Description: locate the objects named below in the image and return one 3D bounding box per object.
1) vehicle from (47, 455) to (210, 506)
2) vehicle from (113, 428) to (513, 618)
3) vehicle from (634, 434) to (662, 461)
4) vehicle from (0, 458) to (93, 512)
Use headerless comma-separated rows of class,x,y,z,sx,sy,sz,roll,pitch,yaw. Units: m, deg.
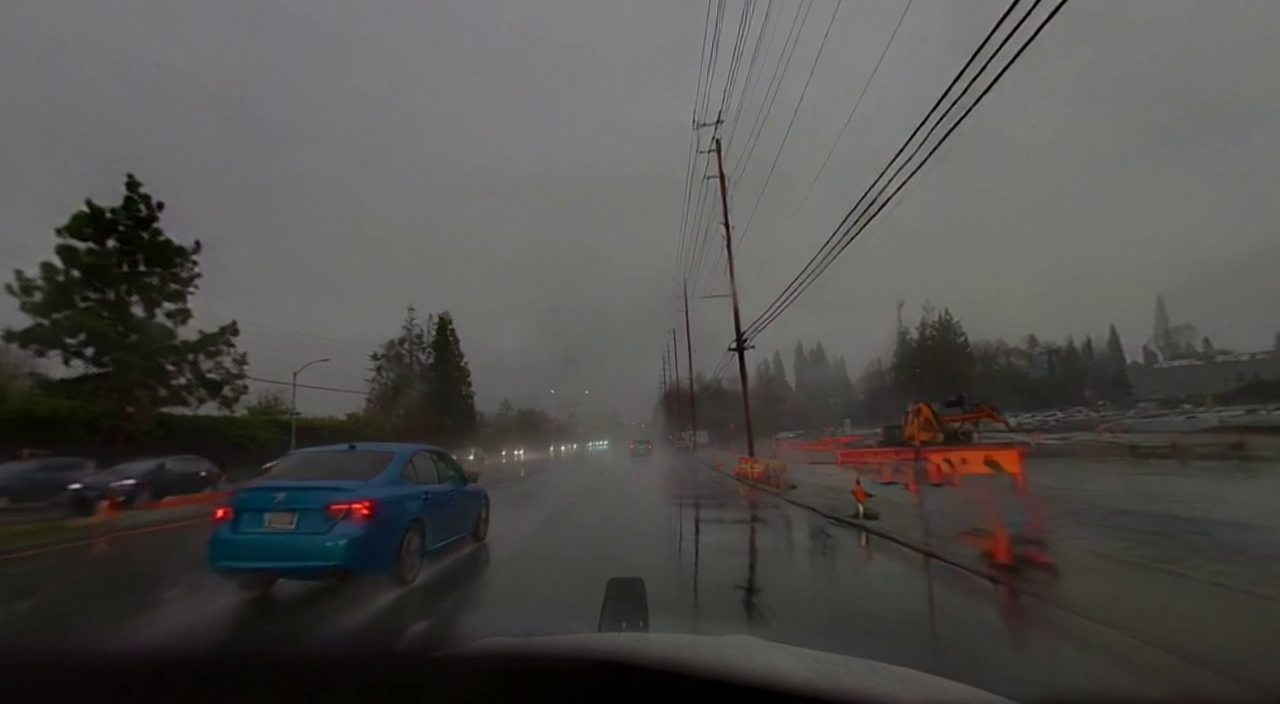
vehicle,-17.183,4.291,21.529,1.852,1.491,4.306,0,-8,2
vehicle,-3.098,1.721,7.484,2.087,1.480,4.825,0,-8,1
vehicle,0.570,7.149,47.218,2.060,1.845,4.151,0,-8,0
vehicle,-21.765,4.538,21.601,1.919,1.672,4.607,0,-8,0
